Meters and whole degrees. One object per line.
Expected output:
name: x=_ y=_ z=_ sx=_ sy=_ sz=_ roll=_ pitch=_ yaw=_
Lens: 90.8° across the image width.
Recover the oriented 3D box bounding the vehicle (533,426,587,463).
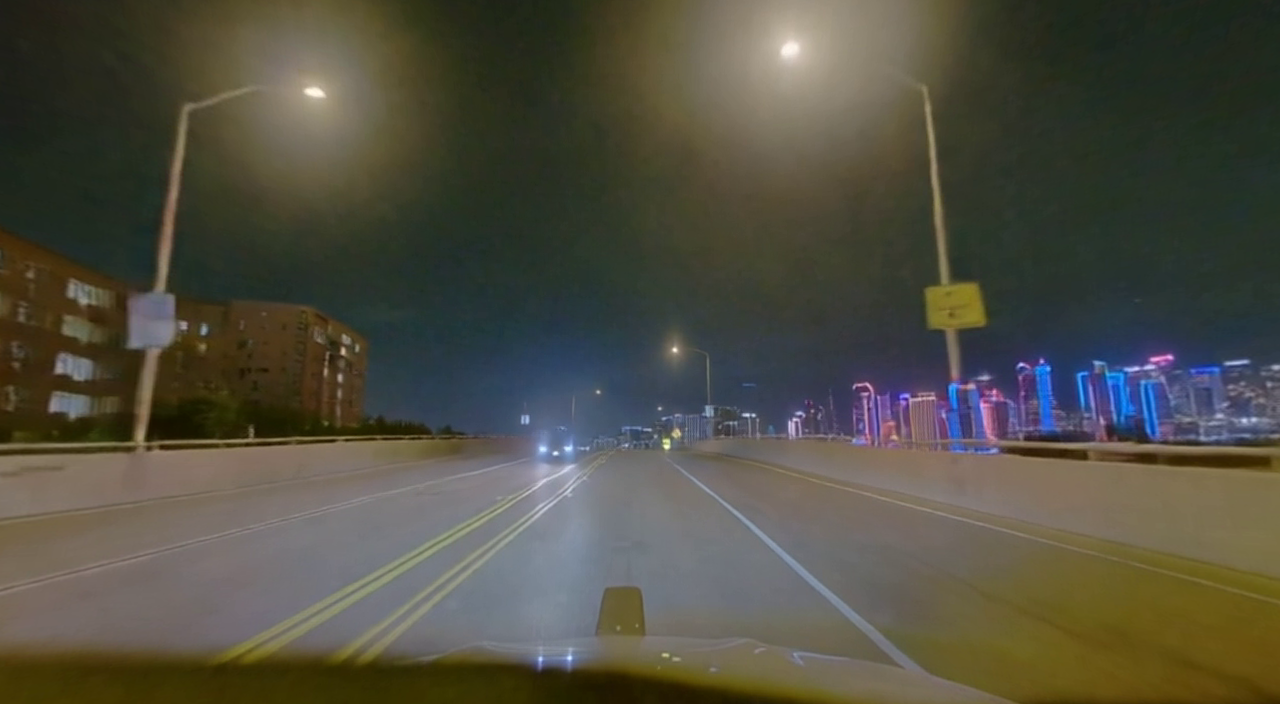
vehicle: x=-3.980 y=4.720 z=32.168 sx=2.096 sy=1.743 sz=4.420 roll=0 pitch=-8 yaw=1

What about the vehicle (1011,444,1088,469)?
vehicle: x=27.585 y=7.074 z=42.667 sx=3.924 sy=1.457 sz=1.716 roll=2 pitch=-15 yaw=-2

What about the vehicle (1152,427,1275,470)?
vehicle: x=26.944 y=4.583 z=29.825 sx=3.629 sy=1.565 sz=1.997 roll=2 pitch=-17 yaw=5
